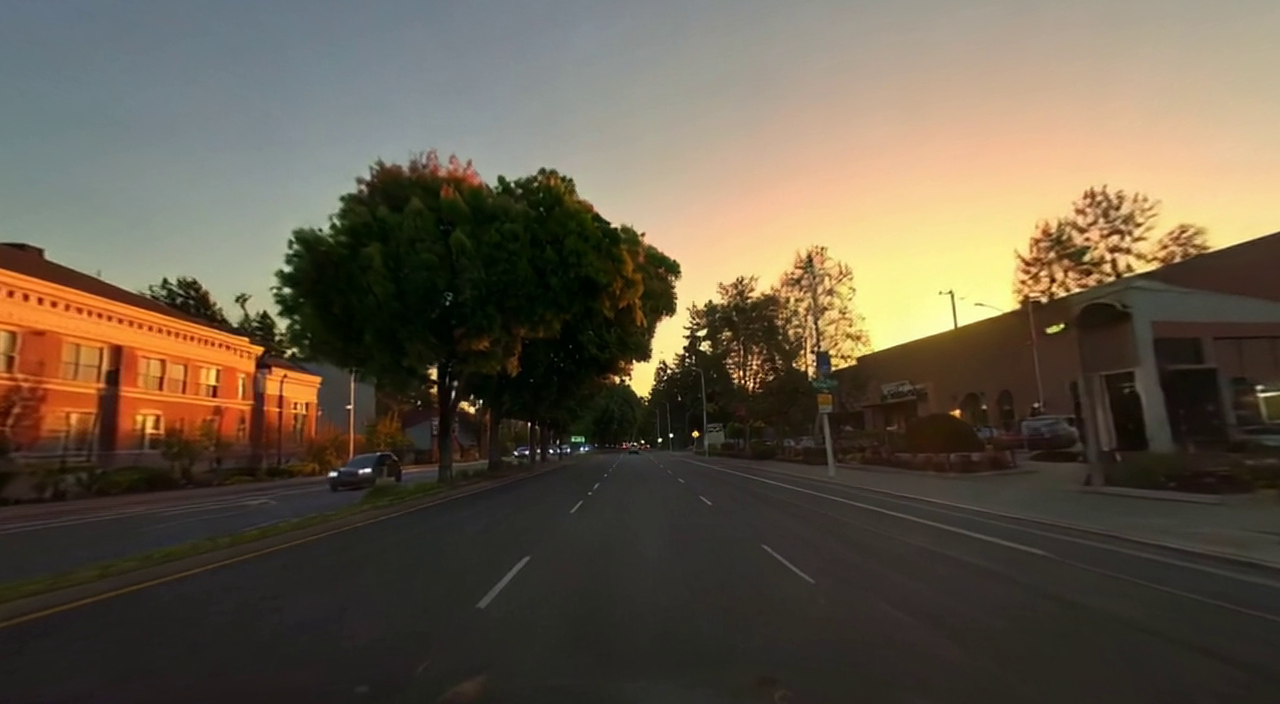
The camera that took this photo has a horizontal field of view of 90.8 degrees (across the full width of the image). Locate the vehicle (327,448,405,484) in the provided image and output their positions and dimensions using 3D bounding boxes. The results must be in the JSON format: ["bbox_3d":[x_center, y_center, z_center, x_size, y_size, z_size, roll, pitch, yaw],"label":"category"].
[{"bbox_3d":[-15.082,6.281,35.111,2.043,1.797,4.919,-1,-8,1],"label":"vehicle"}]
